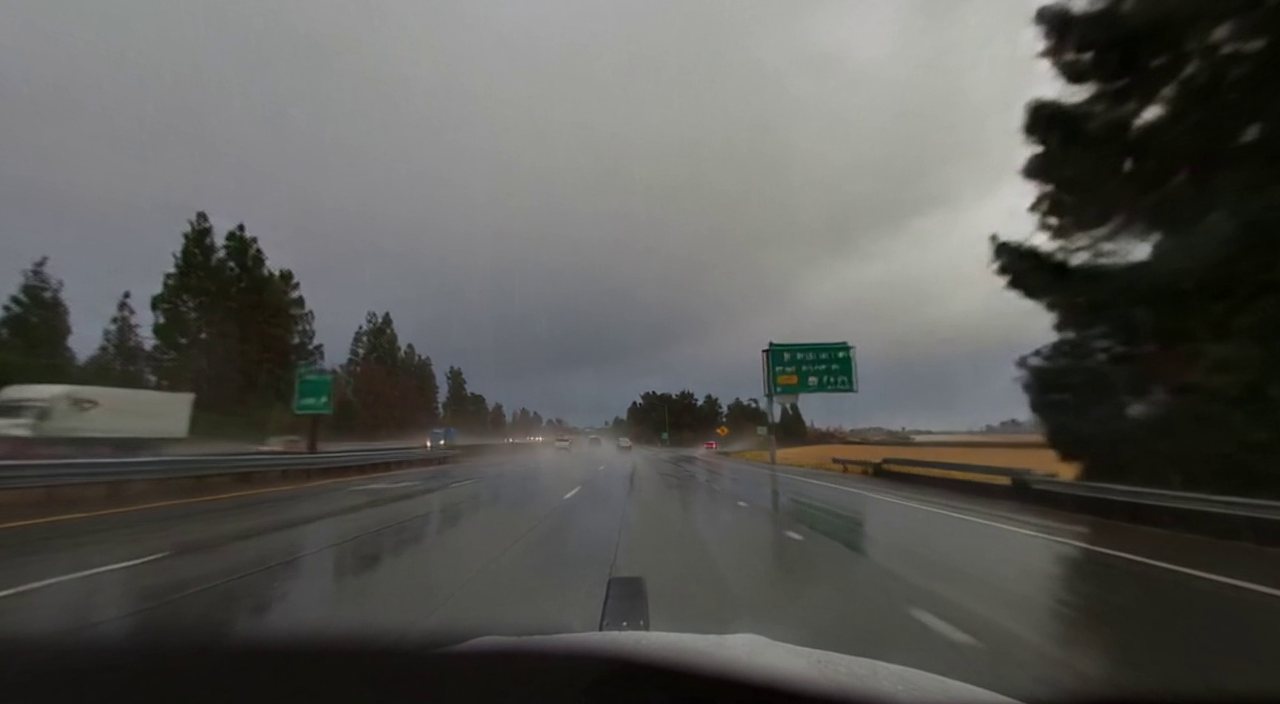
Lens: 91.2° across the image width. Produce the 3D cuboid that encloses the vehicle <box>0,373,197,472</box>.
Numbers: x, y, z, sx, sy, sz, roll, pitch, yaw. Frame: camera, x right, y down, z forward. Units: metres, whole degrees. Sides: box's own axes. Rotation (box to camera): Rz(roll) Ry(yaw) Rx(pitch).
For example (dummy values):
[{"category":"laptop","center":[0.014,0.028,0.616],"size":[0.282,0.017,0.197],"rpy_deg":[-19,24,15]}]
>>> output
[{"category":"vehicle","center":[-24.758,3.282,28.048],"size":[2.936,3.664,9.492],"rpy_deg":[0,-8,-1]}]

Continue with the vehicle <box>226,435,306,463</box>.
[{"category":"vehicle","center":[-20.929,5.438,35.337],"size":[1.853,1.492,4.330],"rpy_deg":[0,-8,0]}]
